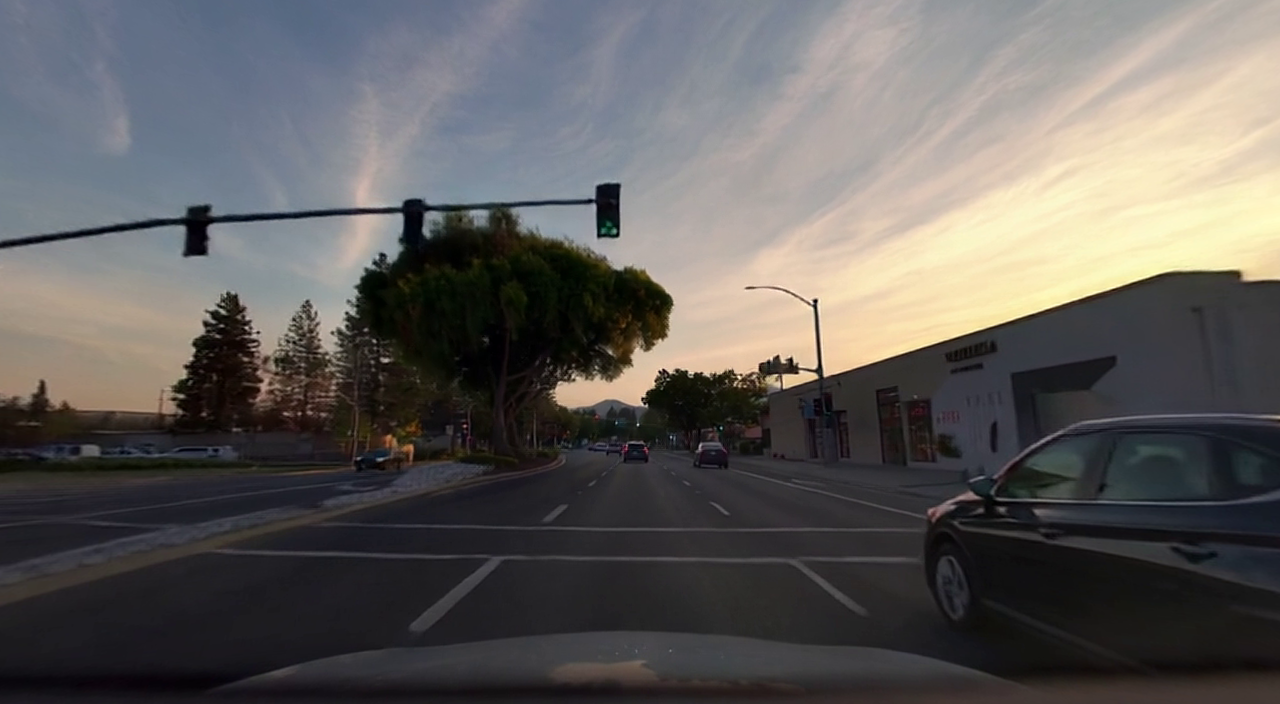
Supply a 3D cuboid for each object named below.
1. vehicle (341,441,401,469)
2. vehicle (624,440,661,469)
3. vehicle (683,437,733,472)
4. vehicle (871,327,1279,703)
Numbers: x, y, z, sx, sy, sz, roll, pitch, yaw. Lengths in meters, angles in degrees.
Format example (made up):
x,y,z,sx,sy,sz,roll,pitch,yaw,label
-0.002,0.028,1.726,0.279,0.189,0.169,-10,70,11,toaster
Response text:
x,y,z,sx,sy,sz,roll,pitch,yaw,label
-18.181,6.964,42.963,2.069,1.776,4.543,0,-8,0,vehicle
0.080,5.911,36.548,2.023,1.532,3.891,0,-8,-1,vehicle
3.485,5.344,33.104,2.085,1.668,4.077,0,-8,-1,vehicle
3.055,0.955,3.336,1.969,1.682,4.387,0,-8,0,vehicle
